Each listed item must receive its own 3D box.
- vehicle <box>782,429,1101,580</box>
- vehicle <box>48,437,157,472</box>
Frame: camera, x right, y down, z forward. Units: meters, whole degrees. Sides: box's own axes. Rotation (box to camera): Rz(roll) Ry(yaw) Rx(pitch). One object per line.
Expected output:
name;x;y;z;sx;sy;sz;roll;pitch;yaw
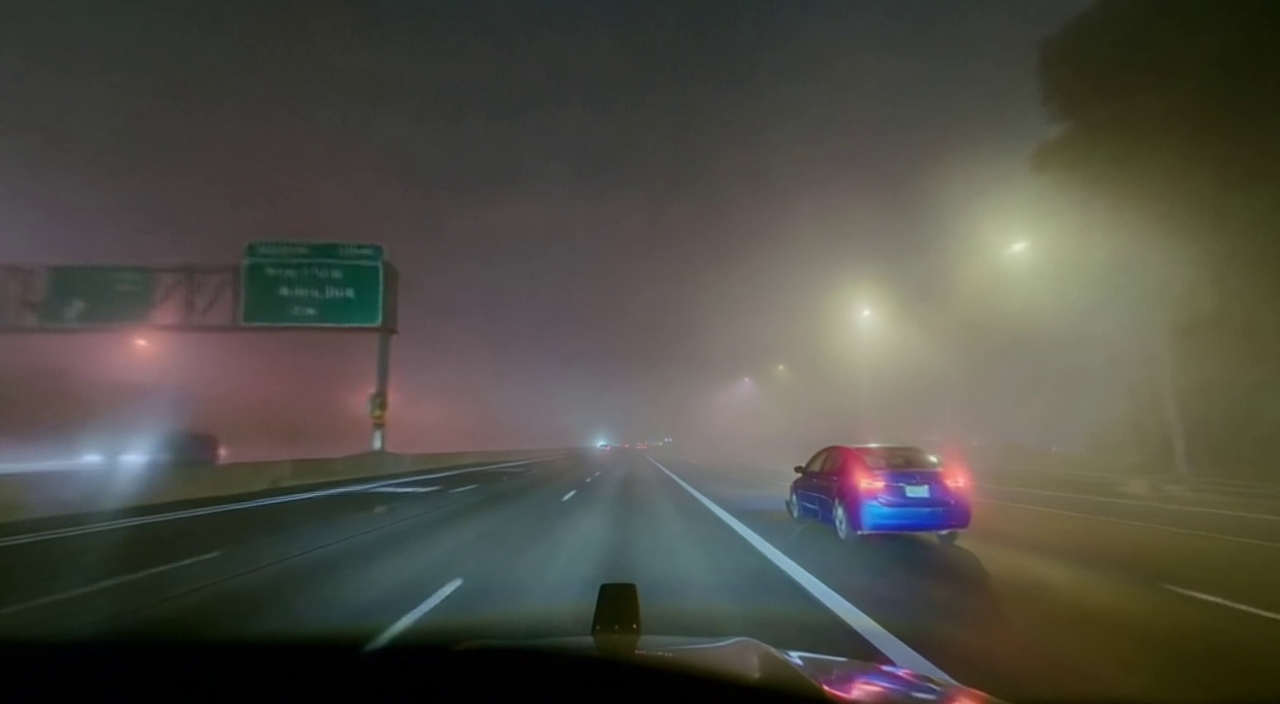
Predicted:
vehicle;3.554;1.875;8.699;1.989;1.479;4.670;0;-9;-1
vehicle;-26.918;5.118;31.850;1.770;1.589;4.181;0;-8;0
